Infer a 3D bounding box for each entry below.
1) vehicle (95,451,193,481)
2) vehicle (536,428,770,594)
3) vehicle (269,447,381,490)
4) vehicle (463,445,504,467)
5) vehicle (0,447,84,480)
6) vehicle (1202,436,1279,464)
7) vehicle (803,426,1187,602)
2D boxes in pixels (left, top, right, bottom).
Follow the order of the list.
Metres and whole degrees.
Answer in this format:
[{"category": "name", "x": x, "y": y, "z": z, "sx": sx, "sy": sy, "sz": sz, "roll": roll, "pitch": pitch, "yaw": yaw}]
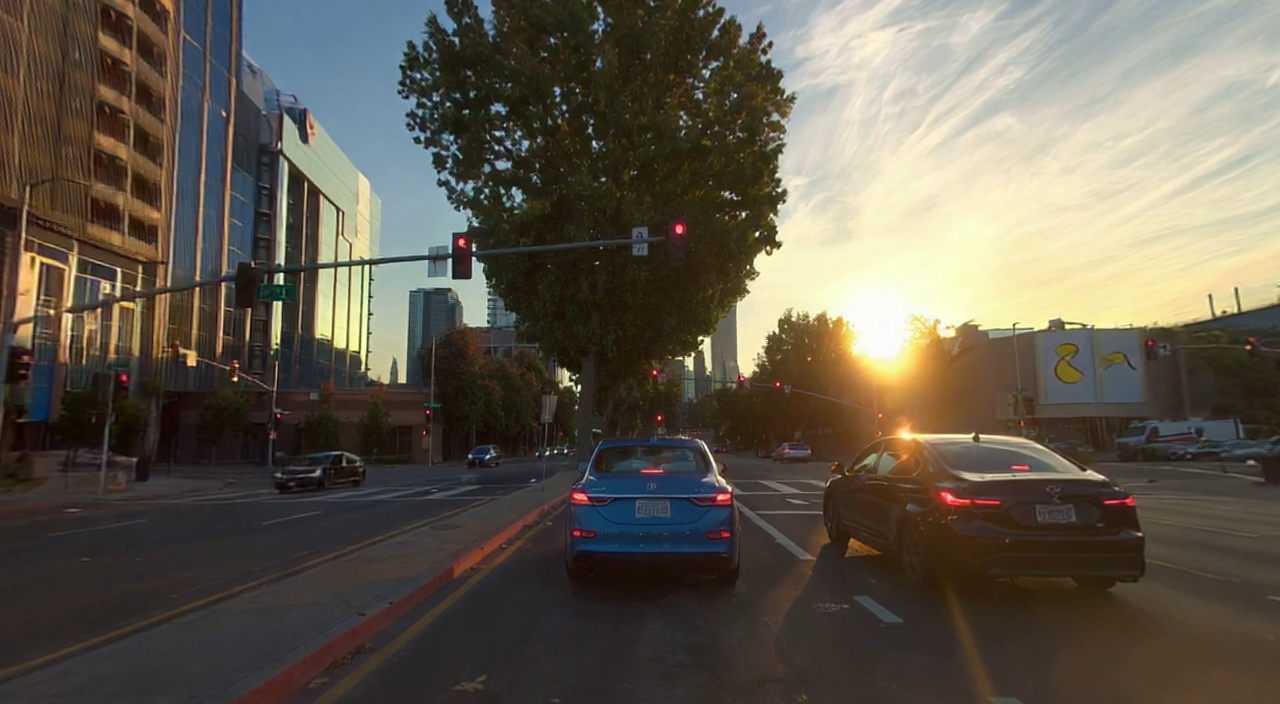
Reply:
[{"category": "vehicle", "x": -26.667, "y": 6.106, "z": 34.043, "sx": 3.657, "sy": 1.528, "sz": 1.783, "roll": 1, "pitch": -9, "yaw": -3}, {"category": "vehicle", "x": 0.090, "y": 1.734, "z": 7.737, "sx": 2.087, "sy": 1.468, "sz": 4.014, "roll": 0, "pitch": -9, "yaw": -1}, {"category": "vehicle", "x": -11.841, "y": 4.395, "z": 24.142, "sx": 1.922, "sy": 1.466, "sz": 4.422, "roll": 0, "pitch": -9, "yaw": 1}, {"category": "vehicle", "x": -12.078, "y": 8.029, "z": 48.912, "sx": 2.009, "sy": 1.642, "sz": 4.482, "roll": 0, "pitch": -9, "yaw": 0}, {"category": "vehicle", "x": -35.513, "y": 6.481, "z": 36.807, "sx": 4.147, "sy": 1.873, "sz": 1.961, "roll": 1, "pitch": -9, "yaw": -3}, {"category": "vehicle", "x": 35.211, "y": 5.631, "z": 36.138, "sx": 4.190, "sy": 1.535, "sz": 1.998, "roll": 0, "pitch": -9, "yaw": -1}, {"category": "vehicle", "x": 3.635, "y": 1.735, "z": 7.741, "sx": 2.018, "sy": 1.491, "sz": 4.544, "roll": 0, "pitch": -9, "yaw": -1}]
